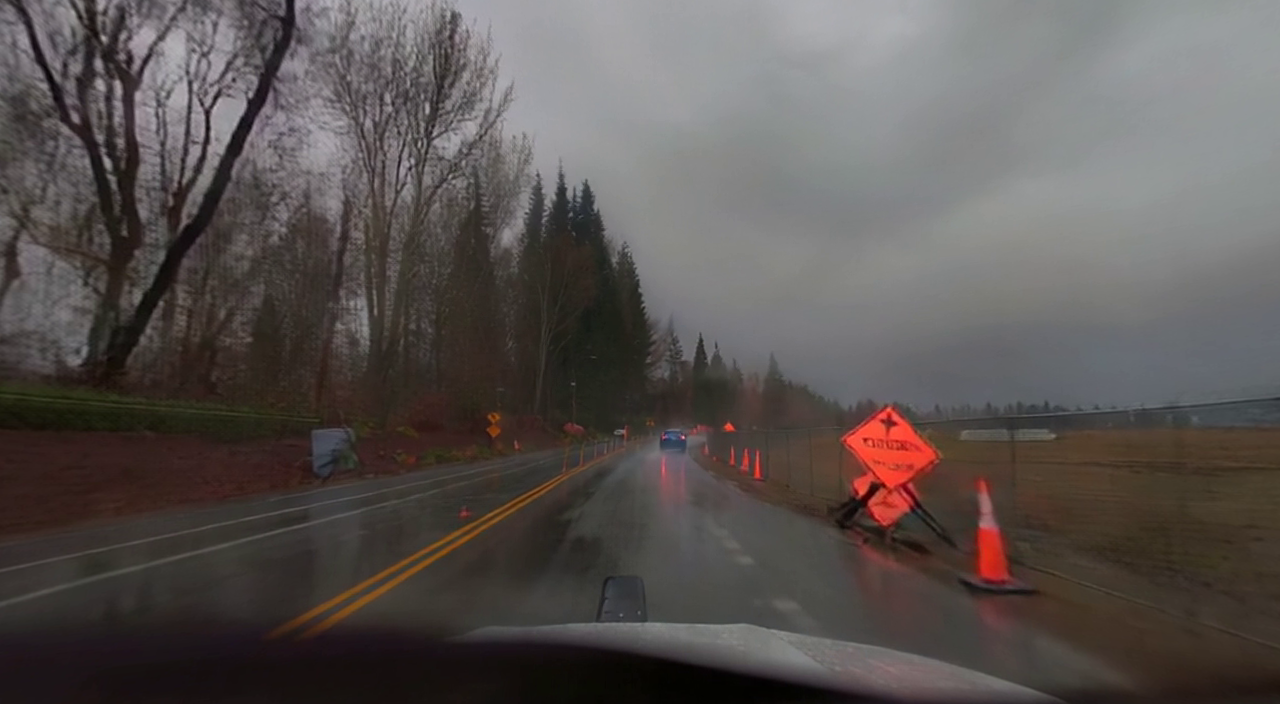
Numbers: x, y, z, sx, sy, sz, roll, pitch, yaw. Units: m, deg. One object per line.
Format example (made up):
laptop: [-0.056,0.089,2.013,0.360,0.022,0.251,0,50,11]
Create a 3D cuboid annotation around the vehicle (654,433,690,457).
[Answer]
vehicle: [2.034,5.957,40.450,2.172,1.486,3.581,-1,-8,3]
